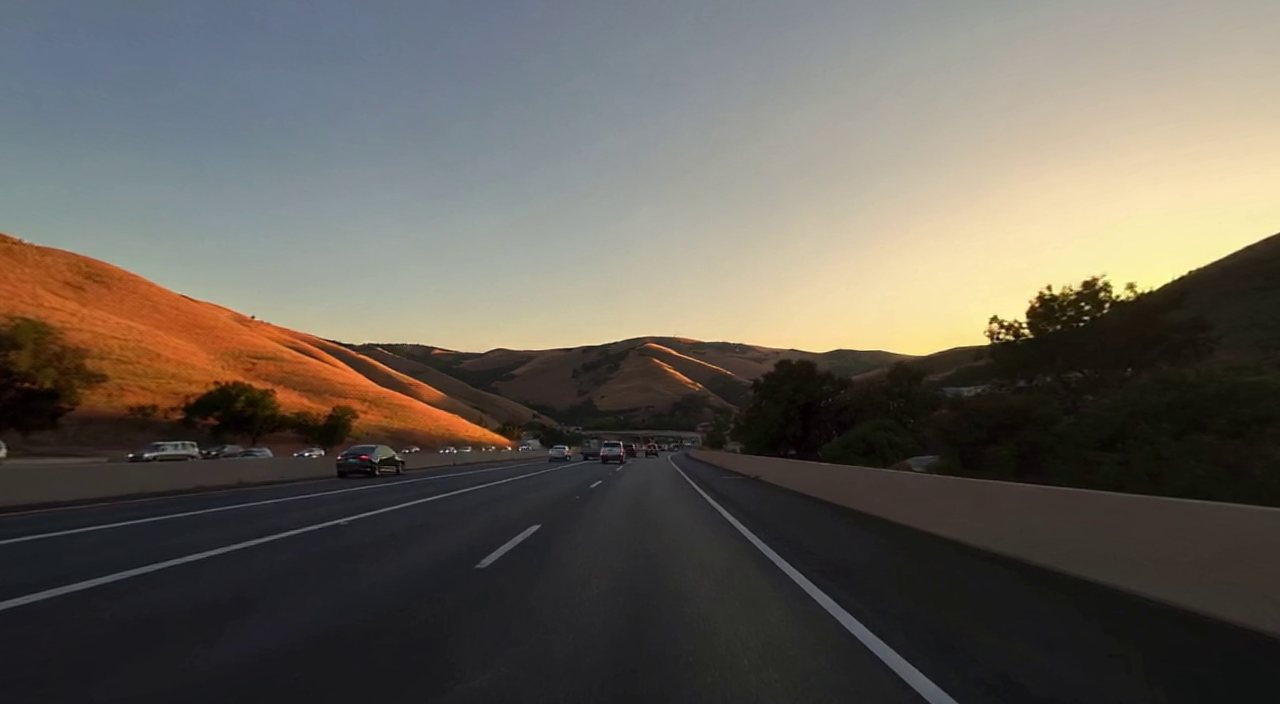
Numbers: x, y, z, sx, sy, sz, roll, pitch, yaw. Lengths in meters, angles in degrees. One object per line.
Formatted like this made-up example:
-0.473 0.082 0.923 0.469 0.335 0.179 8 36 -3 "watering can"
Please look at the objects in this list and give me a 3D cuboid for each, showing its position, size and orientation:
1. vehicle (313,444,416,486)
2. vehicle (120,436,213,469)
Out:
-10.488 4.320 24.432 1.927 1.454 4.395 -1 -8 2 "vehicle"
-37.177 7.863 49.809 2.119 2.396 6.381 -1 -8 3 "vehicle"
